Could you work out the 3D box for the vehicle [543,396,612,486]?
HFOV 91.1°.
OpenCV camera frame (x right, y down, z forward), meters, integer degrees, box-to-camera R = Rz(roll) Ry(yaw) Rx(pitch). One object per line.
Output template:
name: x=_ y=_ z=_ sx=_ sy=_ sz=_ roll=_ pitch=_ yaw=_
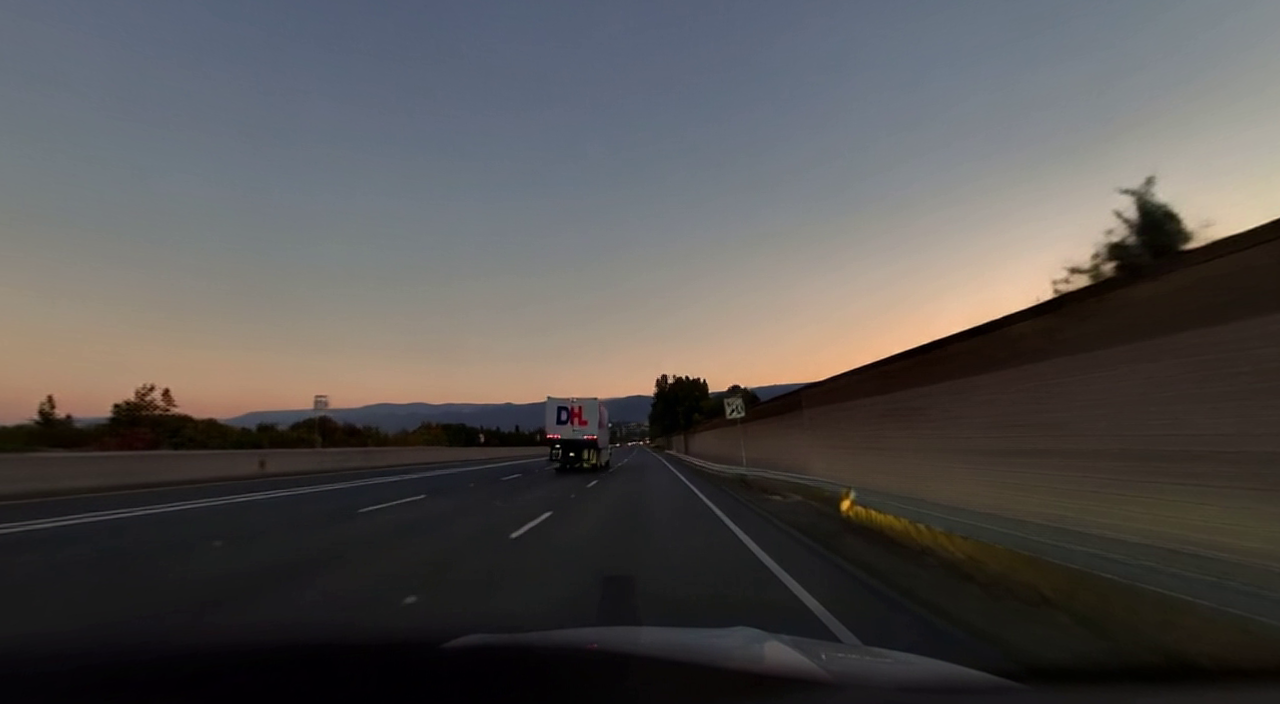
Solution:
vehicle: x=-3.107 y=4.734 z=33.864 sx=2.796 sy=4.184 sz=8.554 roll=1 pitch=-8 yaw=0
